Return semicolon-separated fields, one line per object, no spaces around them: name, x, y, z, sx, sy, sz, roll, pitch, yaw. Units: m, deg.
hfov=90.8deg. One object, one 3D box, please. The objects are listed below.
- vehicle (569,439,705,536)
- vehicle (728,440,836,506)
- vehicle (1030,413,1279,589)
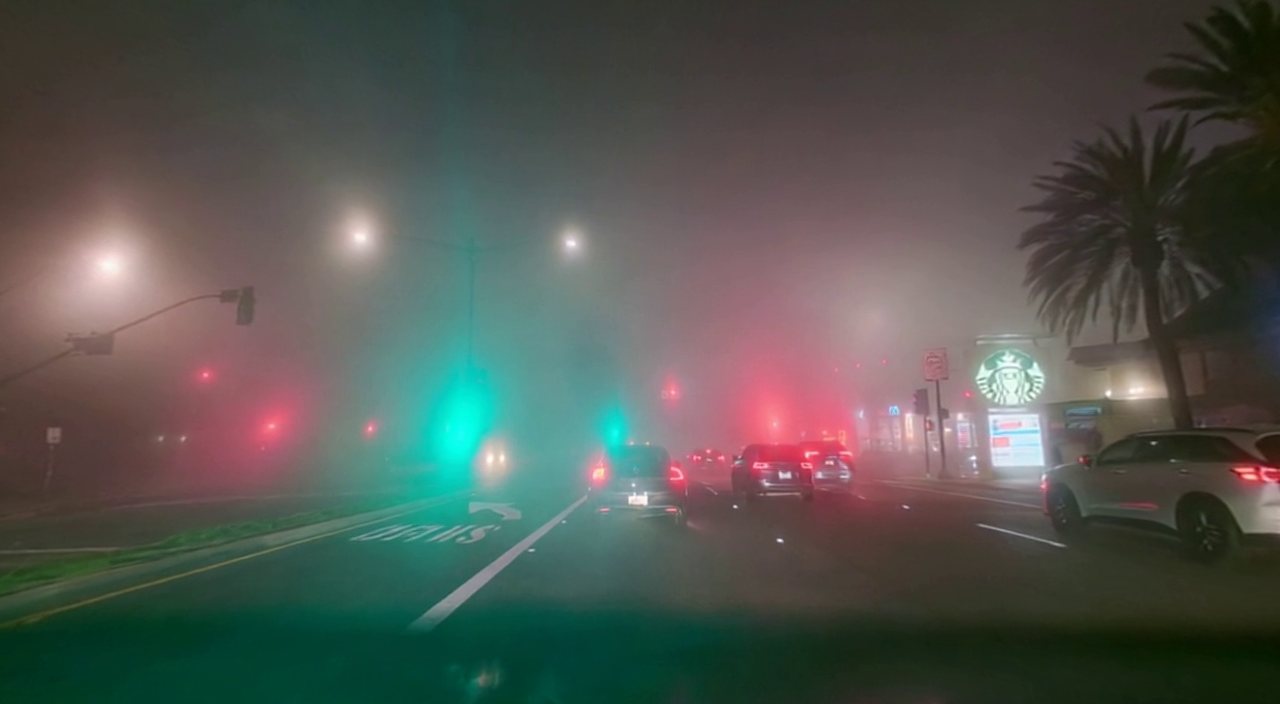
vehicle;-0.086;2.406;11.860;2.110;1.487;3.873;0;-8;-1
vehicle;3.689;3.207;17.228;1.892;1.532;4.177;0;-8;-1
vehicle;7.073;1.669;7.688;1.940;1.674;4.085;0;-8;-1
